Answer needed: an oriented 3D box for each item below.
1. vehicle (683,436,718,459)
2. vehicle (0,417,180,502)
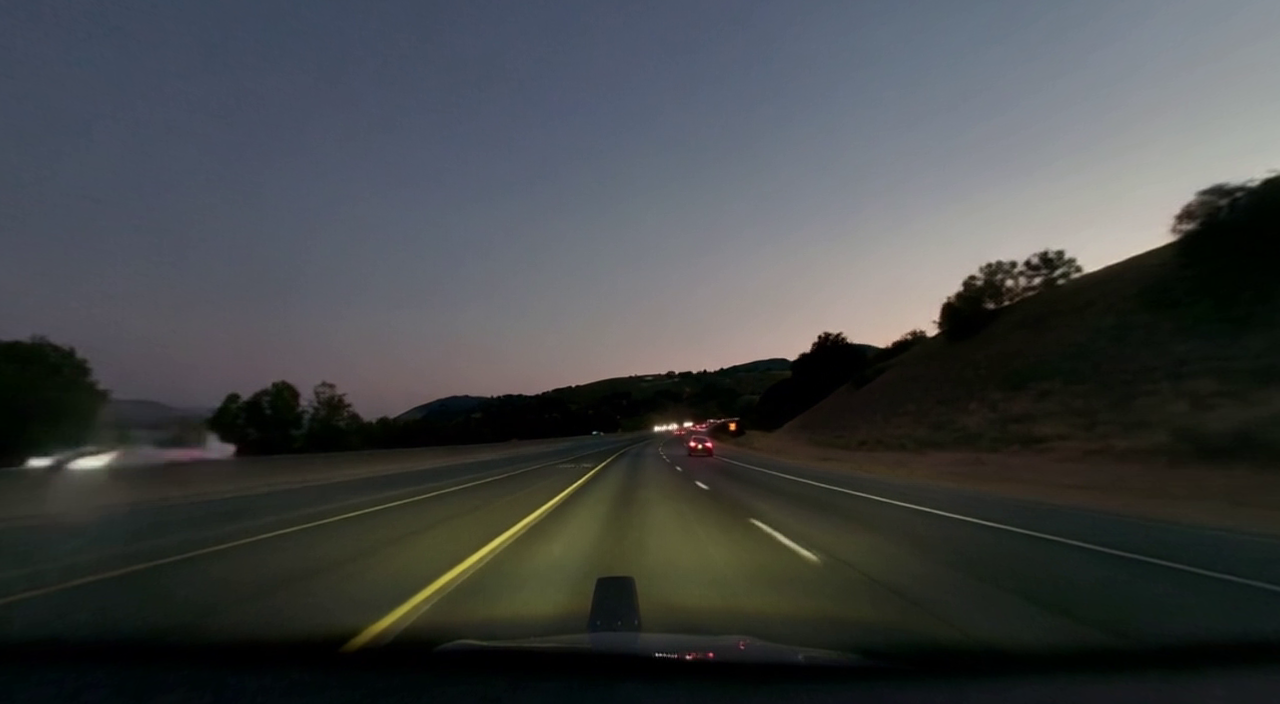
[{"bbox_3d":[4.050,6.481,42.835,1.943,1.490,4.246,0,-8,0],"label":"vehicle"},{"bbox_3d":[-13.962,2.530,15.209,2.098,1.724,4.494,0,-8,3],"label":"vehicle"}]
